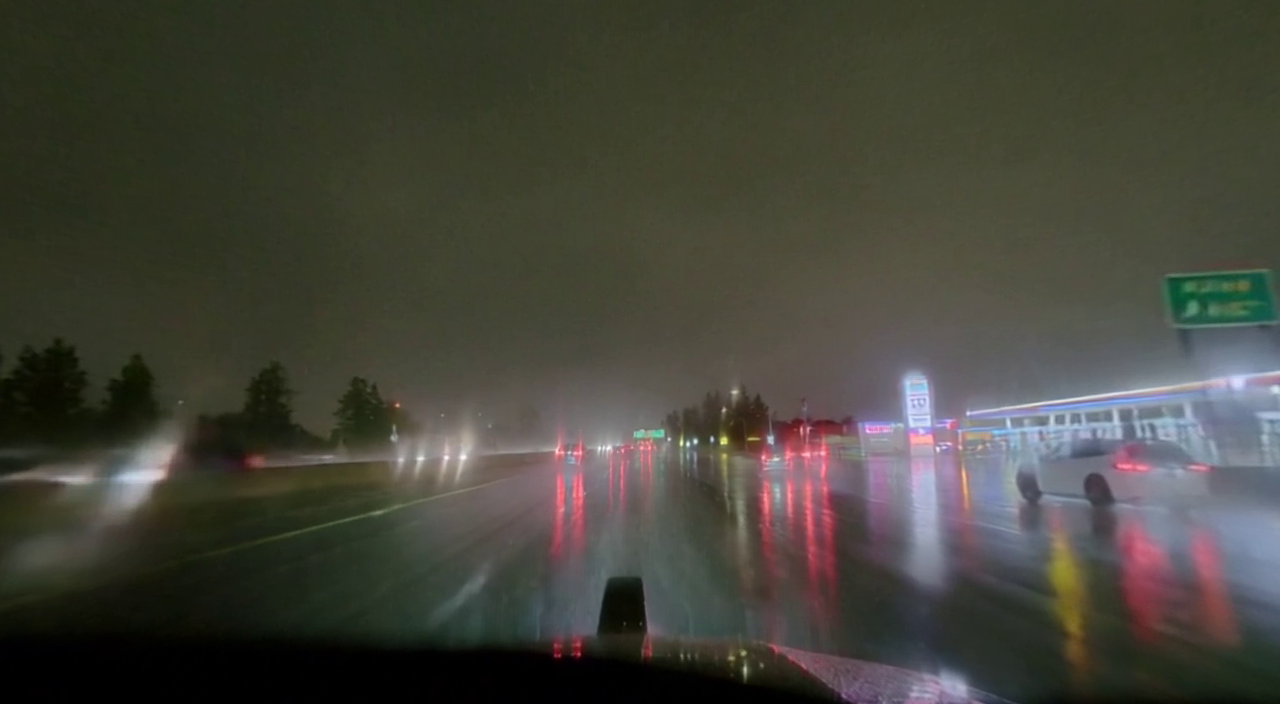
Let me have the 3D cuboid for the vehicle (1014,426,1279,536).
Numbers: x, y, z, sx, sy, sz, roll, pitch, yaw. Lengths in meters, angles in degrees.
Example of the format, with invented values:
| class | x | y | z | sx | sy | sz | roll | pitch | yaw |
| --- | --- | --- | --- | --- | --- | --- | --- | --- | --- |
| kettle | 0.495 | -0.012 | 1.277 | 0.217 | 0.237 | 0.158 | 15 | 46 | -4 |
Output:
| class | x | y | z | sx | sy | sz | roll | pitch | yaw |
| --- | --- | --- | --- | --- | --- | --- | --- | --- | --- |
| vehicle | 8.864 | 2.110 | 10.992 | 1.909 | 1.467 | 4.940 | -1 | -9 | 4 |

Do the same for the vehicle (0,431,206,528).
| class | x | y | z | sx | sy | sz | roll | pitch | yaw |
| --- | --- | --- | --- | --- | --- | --- | --- | --- | --- |
| vehicle | -11.371 | 2.491 | 12.850 | 1.898 | 1.610 | 4.423 | 0 | -9 | 0 |

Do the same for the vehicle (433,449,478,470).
| class | x | y | z | sx | sy | sz | roll | pitch | yaw |
| --- | --- | --- | --- | --- | --- | --- | --- | --- | --- |
| vehicle | -13.869 | 8.089 | 47.734 | 1.926 | 1.473 | 4.838 | -1 | -9 | 1 |

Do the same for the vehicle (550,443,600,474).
| class | x | y | z | sx | sy | sz | roll | pitch | yaw |
| --- | --- | --- | --- | --- | --- | --- | --- | --- | --- |
| vehicle | -3.330 | 5.521 | 32.950 | 2.114 | 1.510 | 4.186 | -1 | -9 | 1 |
